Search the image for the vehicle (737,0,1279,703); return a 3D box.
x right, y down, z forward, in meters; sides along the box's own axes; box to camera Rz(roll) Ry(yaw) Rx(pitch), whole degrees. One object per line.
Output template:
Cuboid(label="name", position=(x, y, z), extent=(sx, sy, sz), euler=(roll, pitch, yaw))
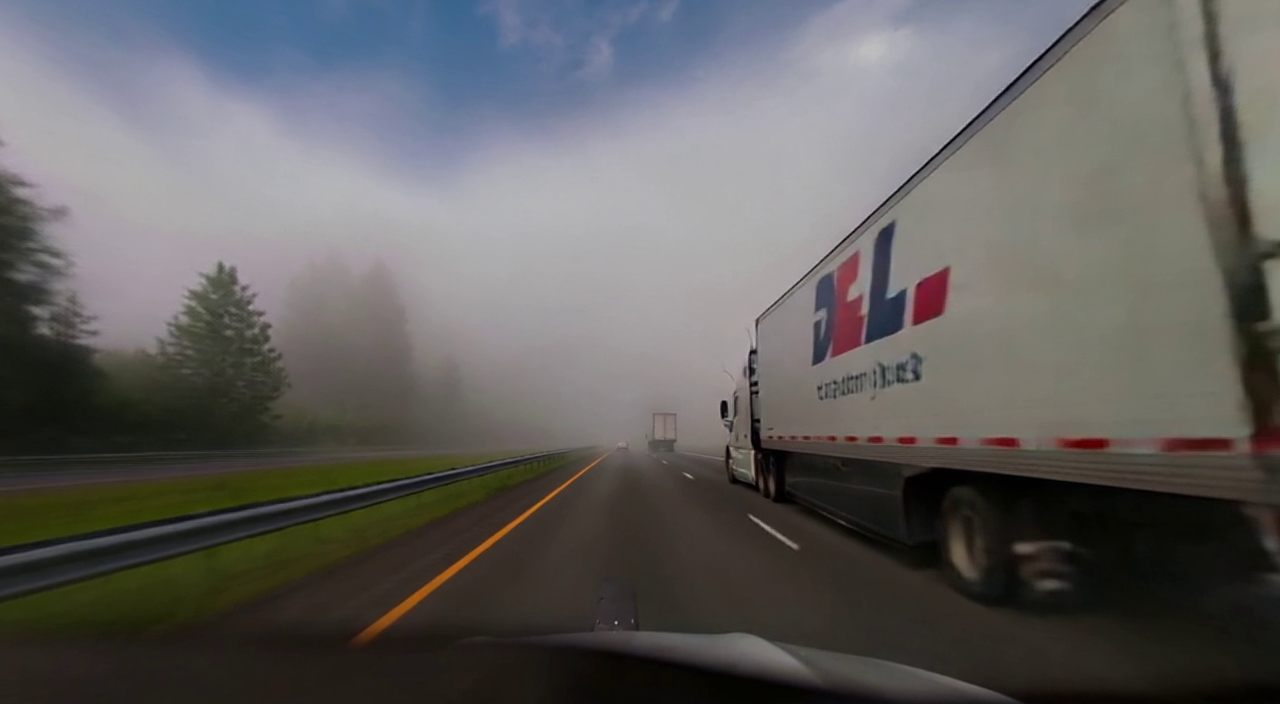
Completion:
Cuboid(label="vehicle", position=(4.220, 0.588, 9.811), extent=(2.871, 4.072, 14.183), euler=(0, -8, -1))
